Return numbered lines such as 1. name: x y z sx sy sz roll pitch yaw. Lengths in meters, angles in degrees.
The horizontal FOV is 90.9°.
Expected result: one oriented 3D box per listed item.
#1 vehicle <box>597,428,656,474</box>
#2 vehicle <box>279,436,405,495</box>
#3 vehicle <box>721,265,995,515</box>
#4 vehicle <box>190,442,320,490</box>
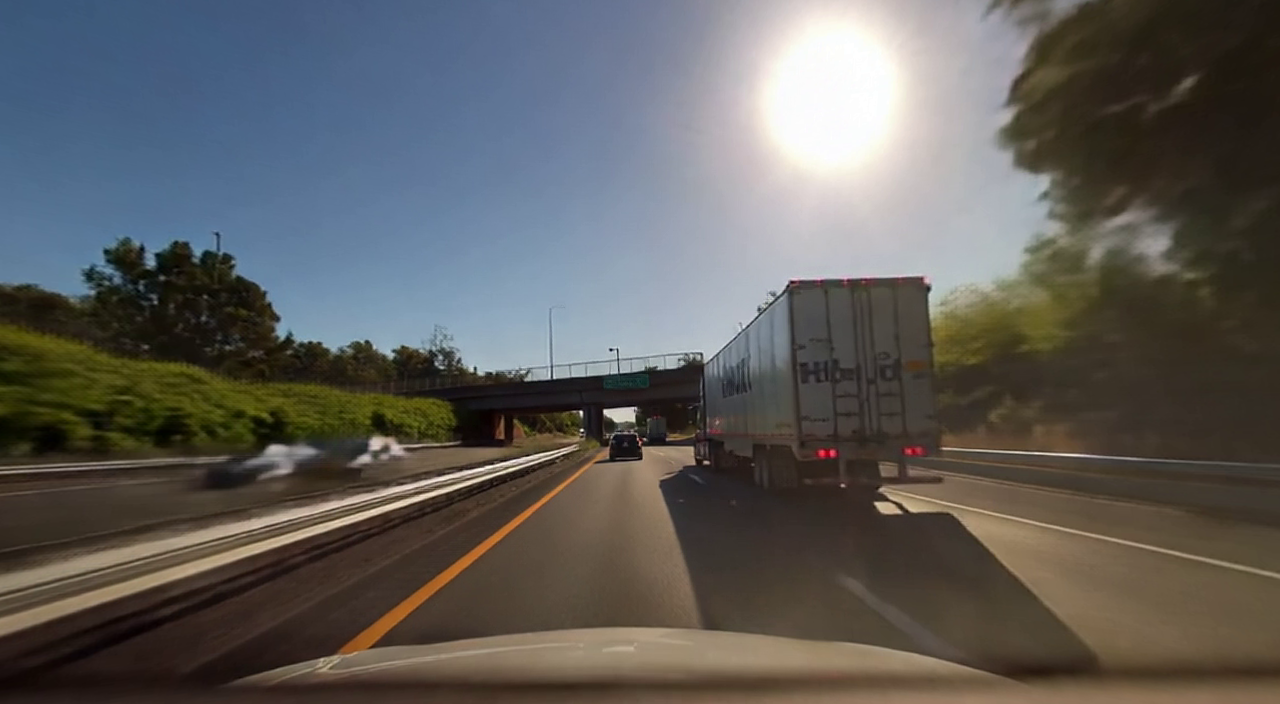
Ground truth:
1. vehicle: -0.511 3.747 24.150 2.095 1.557 3.963 0 -8 -1
2. vehicle: -9.377 3.538 20.276 1.997 1.660 4.315 0 -8 -1
3. vehicle: 4.099 1.204 15.061 2.853 4.038 9.831 0 -8 -1
4. vehicle: -13.531 3.987 22.524 1.830 1.478 4.507 0 -8 -1
